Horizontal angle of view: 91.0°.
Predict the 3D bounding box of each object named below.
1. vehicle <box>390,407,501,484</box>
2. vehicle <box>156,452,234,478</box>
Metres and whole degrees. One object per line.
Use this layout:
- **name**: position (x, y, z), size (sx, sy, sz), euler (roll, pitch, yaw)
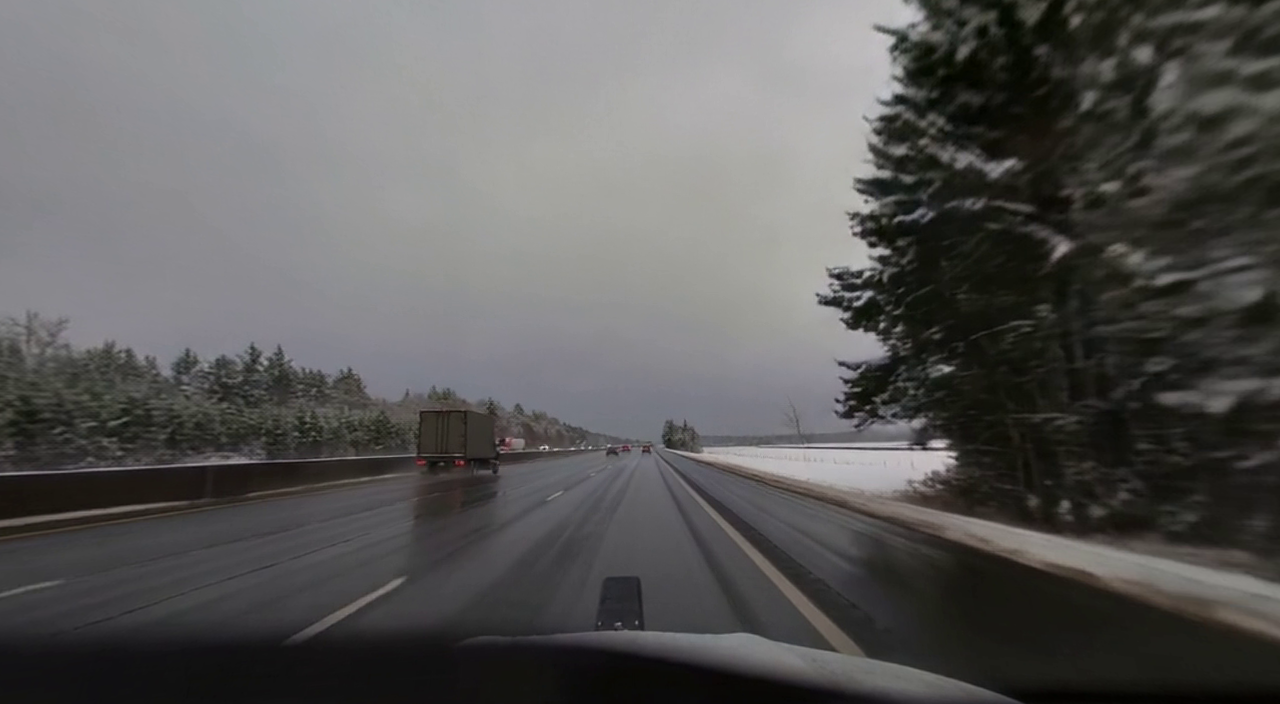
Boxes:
- **vehicle**: position (-7.469, 3.718, 25.027), size (2.444, 2.685, 5.893), euler (0, -9, 1)
- **vehicle**: position (-29.366, 7.450, 41.732), size (1.945, 1.521, 4.401), euler (0, -9, 1)
